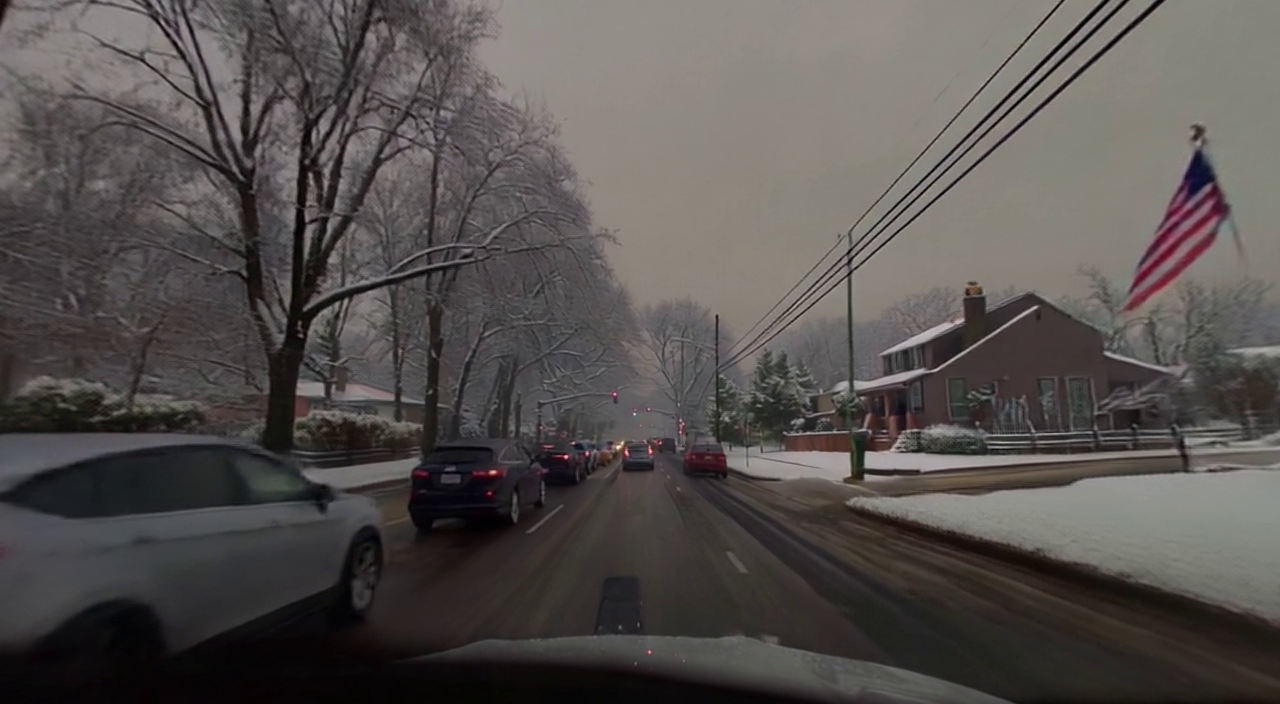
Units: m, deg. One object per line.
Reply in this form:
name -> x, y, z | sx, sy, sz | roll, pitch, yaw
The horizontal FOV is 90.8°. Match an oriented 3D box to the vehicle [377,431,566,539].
vehicle -> -2.650, 2.218, 11.234 | 2.081, 1.488, 4.566 | 0, -9, 0

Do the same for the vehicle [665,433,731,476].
vehicle -> 2.352, 4.338, 26.923 | 2.258, 1.682, 4.635 | 0, -9, -1

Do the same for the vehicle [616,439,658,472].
vehicle -> -0.170, 5.054, 31.017 | 1.927, 1.453, 3.848 | 0, -9, 0

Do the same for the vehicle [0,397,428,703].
vehicle -> -3.008, 1.139, 3.659 | 1.970, 1.477, 4.380 | 0, -9, 1
